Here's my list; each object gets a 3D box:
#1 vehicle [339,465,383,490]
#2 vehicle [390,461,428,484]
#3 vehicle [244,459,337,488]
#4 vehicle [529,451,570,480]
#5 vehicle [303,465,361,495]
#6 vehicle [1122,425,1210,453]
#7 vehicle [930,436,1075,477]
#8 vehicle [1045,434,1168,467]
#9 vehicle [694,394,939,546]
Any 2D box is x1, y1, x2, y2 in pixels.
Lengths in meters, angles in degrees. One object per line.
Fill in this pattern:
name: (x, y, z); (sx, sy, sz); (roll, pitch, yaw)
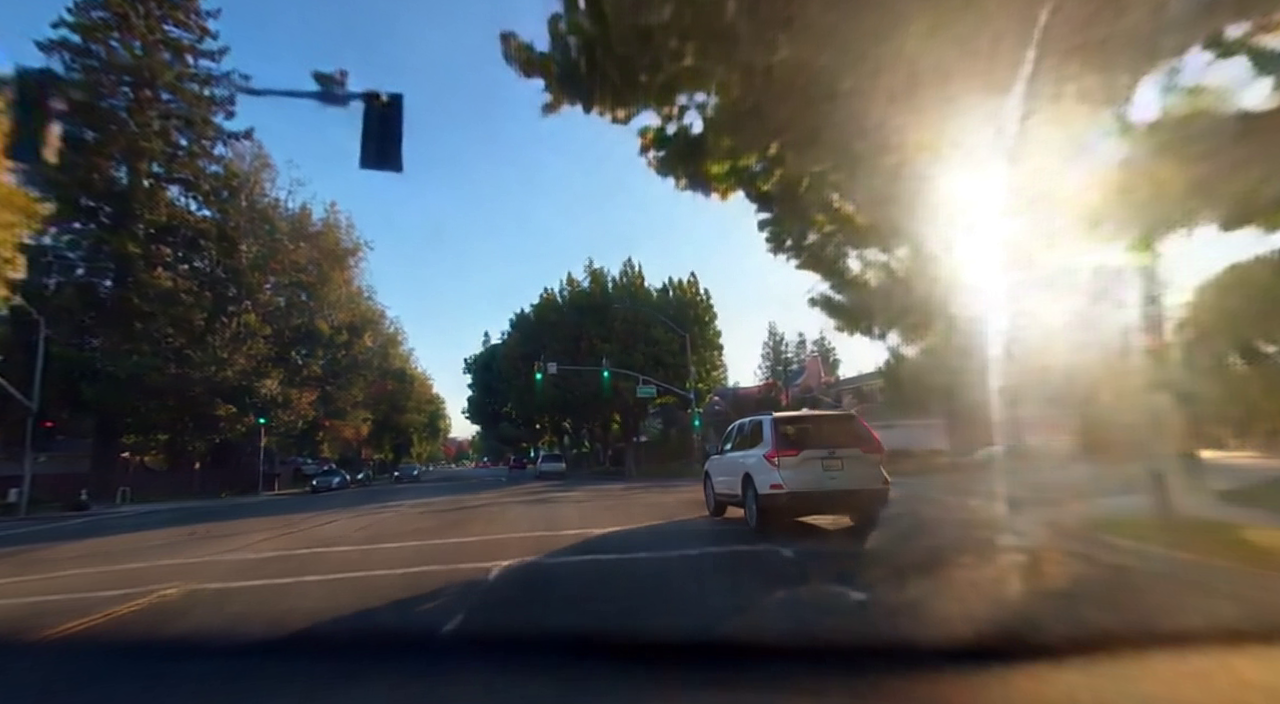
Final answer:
vehicle: (-19.658, 8.827, 44.540); (1.965, 1.416, 4.613); (-2, -8, -13)
vehicle: (-17.061, 8.903, 46.758); (2.035, 1.475, 4.639); (1, -9, -12)
vehicle: (-26.832, 9.335, 48.627); (5.734, 1.950, 2.287); (1, -9, -13)
vehicle: (-5.951, 7.329, 41.038); (2.138, 1.729, 4.178); (2, -9, -15)
vehicle: (-18.813, 7.820, 38.761); (1.955, 1.509, 4.640); (-2, -9, -10)
vehicle: (35.283, 5.859, 42.279); (4.533, 1.759, 2.101); (3, -10, -14)
vehicle: (13.872, 3.986, 24.276); (4.413, 1.449, 1.963); (1, -9, -7)
vehicle: (22.435, 4.757, 30.437); (4.329, 1.462, 1.999); (-1, -8, 1)
vehicle: (2.705, 2.032, 11.577); (2.338, 2.063, 5.592); (0, -9, -6)
